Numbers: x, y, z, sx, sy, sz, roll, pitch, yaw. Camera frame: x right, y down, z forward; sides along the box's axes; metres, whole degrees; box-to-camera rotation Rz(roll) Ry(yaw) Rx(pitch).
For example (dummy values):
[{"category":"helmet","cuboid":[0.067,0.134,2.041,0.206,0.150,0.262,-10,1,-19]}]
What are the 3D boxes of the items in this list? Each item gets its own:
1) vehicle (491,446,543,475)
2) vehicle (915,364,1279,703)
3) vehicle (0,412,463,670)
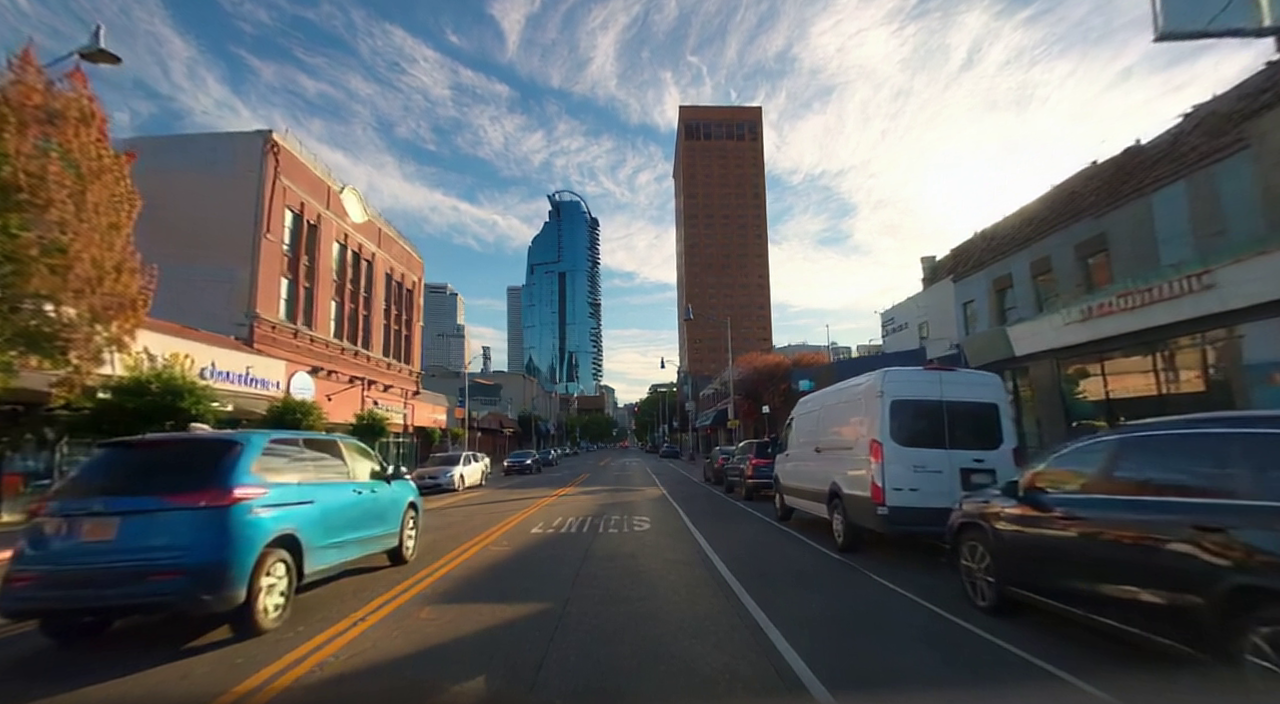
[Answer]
[{"category":"vehicle","cuboid":[-6.897,6.124,35.998,1.993,1.484,4.812,0,-8,0]},{"category":"vehicle","cuboid":[3.897,1.099,3.860,2.040,1.790,5.044,0,-8,-2]},{"category":"vehicle","cuboid":[-3.285,1.481,6.147,2.024,1.579,4.300,0,-8,-2]}]
